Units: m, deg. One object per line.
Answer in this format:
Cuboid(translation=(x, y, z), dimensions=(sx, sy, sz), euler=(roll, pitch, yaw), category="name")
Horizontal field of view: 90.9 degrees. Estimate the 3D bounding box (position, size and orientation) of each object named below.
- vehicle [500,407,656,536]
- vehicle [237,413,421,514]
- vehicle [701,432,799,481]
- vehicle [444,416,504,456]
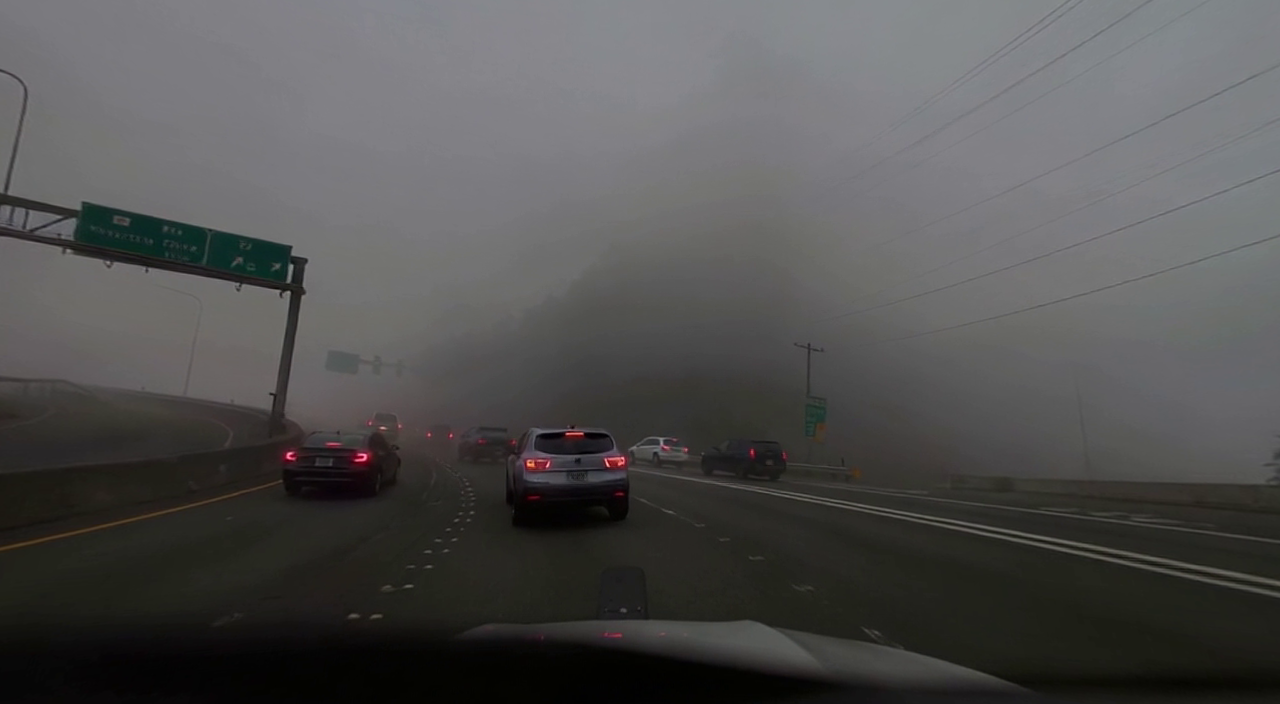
Cuboid(translation=(-1.283, 1.952, 10.871), dimensions=(2.140, 1.724, 4.304), euler=(2, -9, -12), category="vehicle")
Cuboid(translation=(-5.561, 2.050, 12.026), dimensions=(2.033, 1.501, 4.623), euler=(2, -9, -12), category="vehicle")
Cuboid(translation=(4.410, 4.297, 26.129), dimensions=(2.079, 1.807, 4.682), euler=(2, -9, -17), category="vehicle")
Cuboid(translation=(-8.283, 4.193, 31.153), dimensions=(2.042, 1.817, 4.650), euler=(4, -9, -24), category="vehicle")
